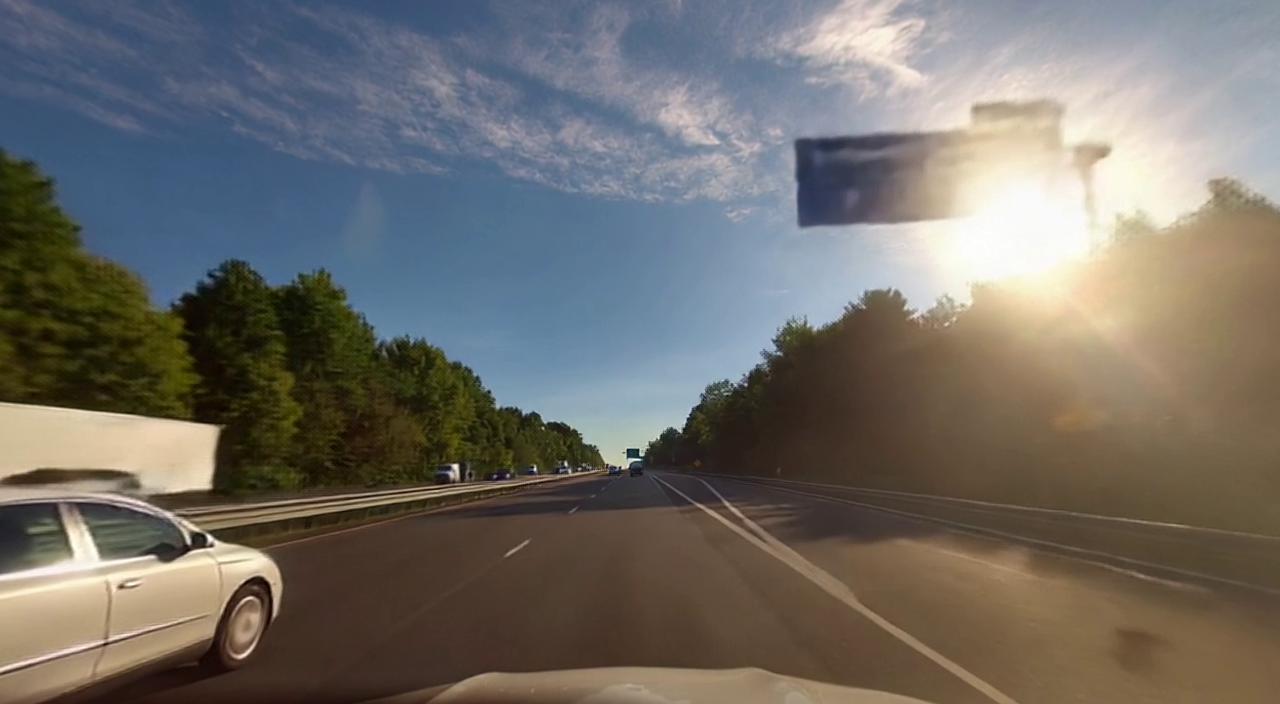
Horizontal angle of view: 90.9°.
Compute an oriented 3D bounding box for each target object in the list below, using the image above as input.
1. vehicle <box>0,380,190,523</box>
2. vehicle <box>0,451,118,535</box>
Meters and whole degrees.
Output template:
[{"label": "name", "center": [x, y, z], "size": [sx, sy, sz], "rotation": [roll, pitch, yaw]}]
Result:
[{"label": "vehicle", "center": [-17.186, 2.601, 16.361], "size": [2.711, 3.469, 11.278], "rotation": [1, -10, -1]}, {"label": "vehicle", "center": [-12.464, 2.562, 11.542], "size": [1.901, 1.489, 4.490], "rotation": [1, -10, 0]}]
